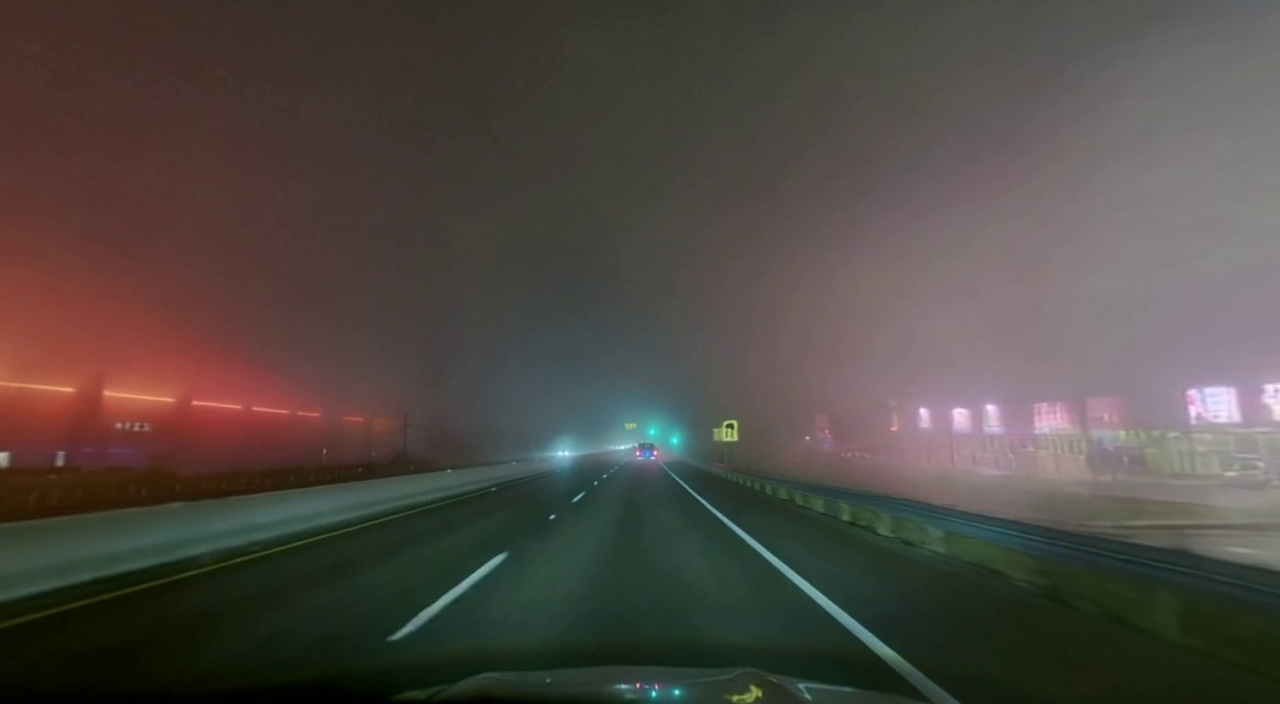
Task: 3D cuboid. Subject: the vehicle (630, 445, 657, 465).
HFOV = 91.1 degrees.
[{"bbox_3d":[0.286,8.064,49.442,2.014,1.507,3.960,0,-9,0],"label":"vehicle"}]
